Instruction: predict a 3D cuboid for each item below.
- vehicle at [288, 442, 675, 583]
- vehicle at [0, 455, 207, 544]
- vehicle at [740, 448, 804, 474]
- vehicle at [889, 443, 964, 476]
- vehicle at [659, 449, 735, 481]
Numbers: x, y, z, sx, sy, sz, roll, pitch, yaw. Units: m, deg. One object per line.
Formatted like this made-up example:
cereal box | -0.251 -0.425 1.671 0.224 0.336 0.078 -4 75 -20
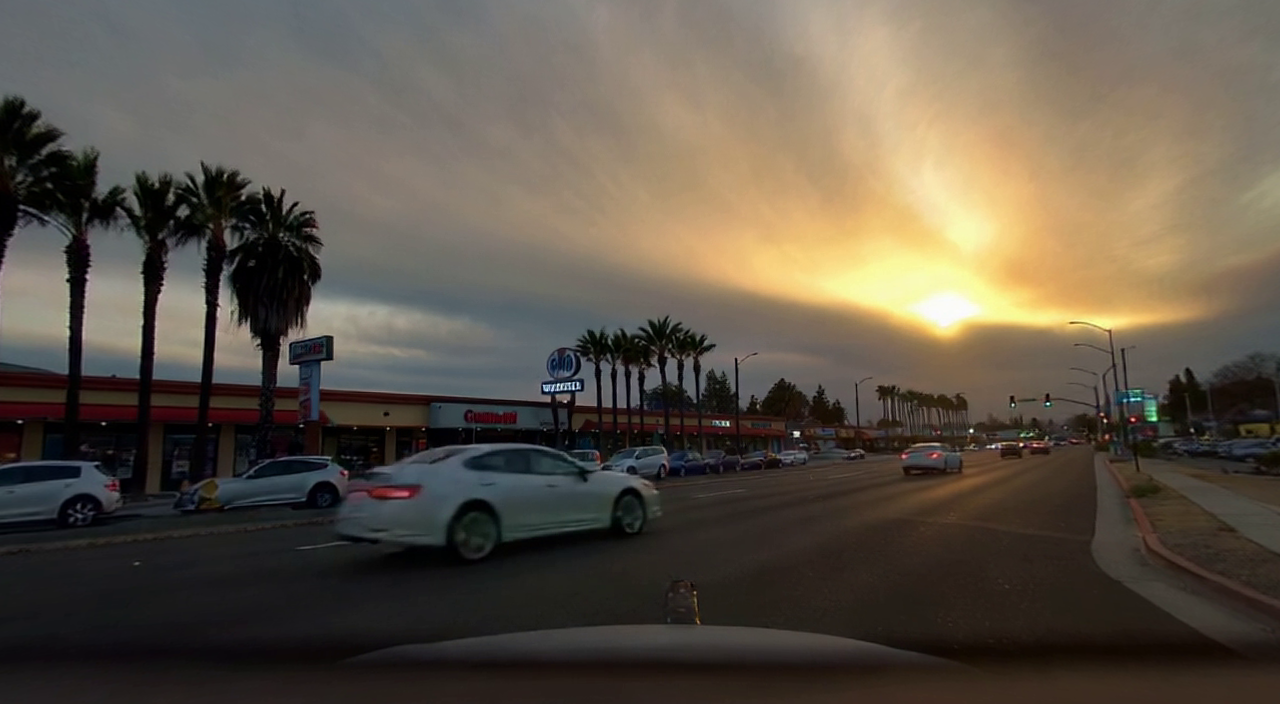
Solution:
vehicle | -2.020 2.056 9.083 4.918 1.461 2.139 7 -11 -40
vehicle | -11.439 2.740 12.019 1.854 1.482 4.756 -6 -11 37
vehicle | 8.038 6.537 38.052 1.981 1.493 4.721 -6 -11 36
vehicle | 14.586 5.371 31.891 2.232 1.513 5.090 -6 -11 37
vehicle | 2.863 5.492 30.847 1.776 1.448 4.137 -6 -11 37
